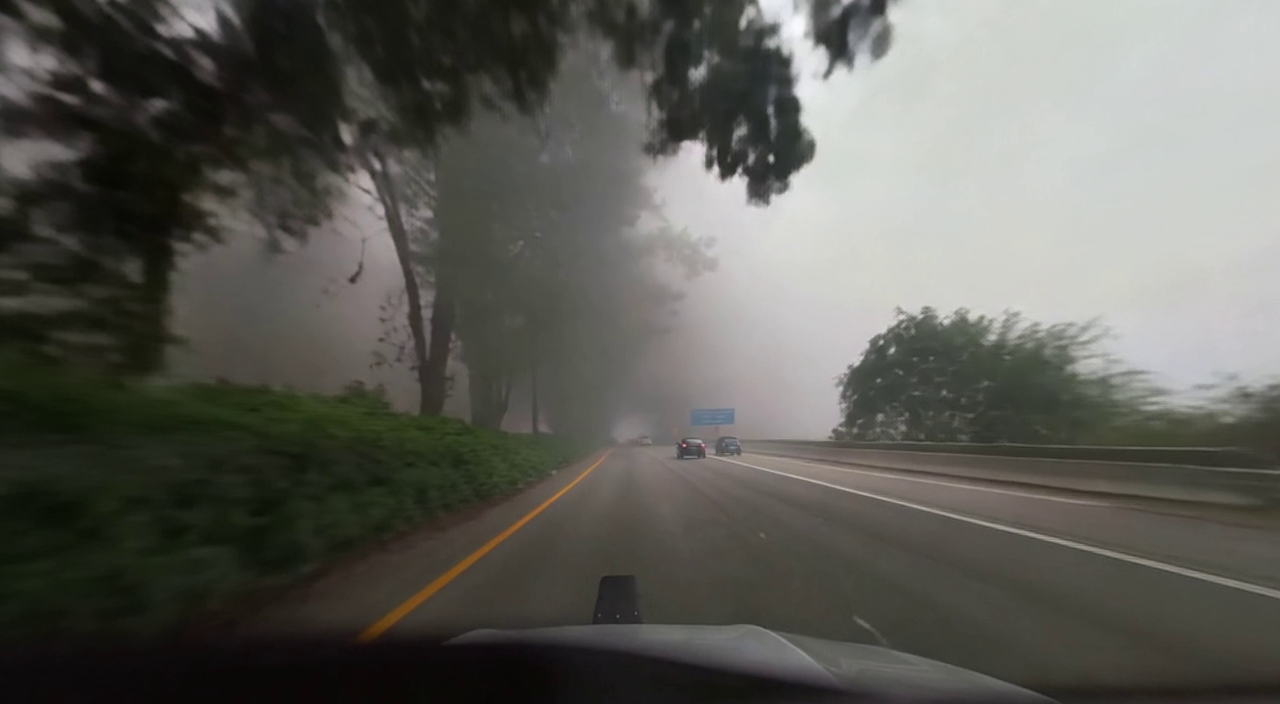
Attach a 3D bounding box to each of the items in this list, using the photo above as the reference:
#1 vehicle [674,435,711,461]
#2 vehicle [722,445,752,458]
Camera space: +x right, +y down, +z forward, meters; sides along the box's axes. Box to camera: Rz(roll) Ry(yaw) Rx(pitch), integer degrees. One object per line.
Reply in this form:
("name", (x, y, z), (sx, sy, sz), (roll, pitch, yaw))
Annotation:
("vehicle", (3.194, 5.943, 39.206), (1.819, 1.468, 3.770), (0, -8, -3))
("vehicle", (6.836, 7.020, 44.546), (1.535, 0.862, 2.814), (0, -8, -4))
